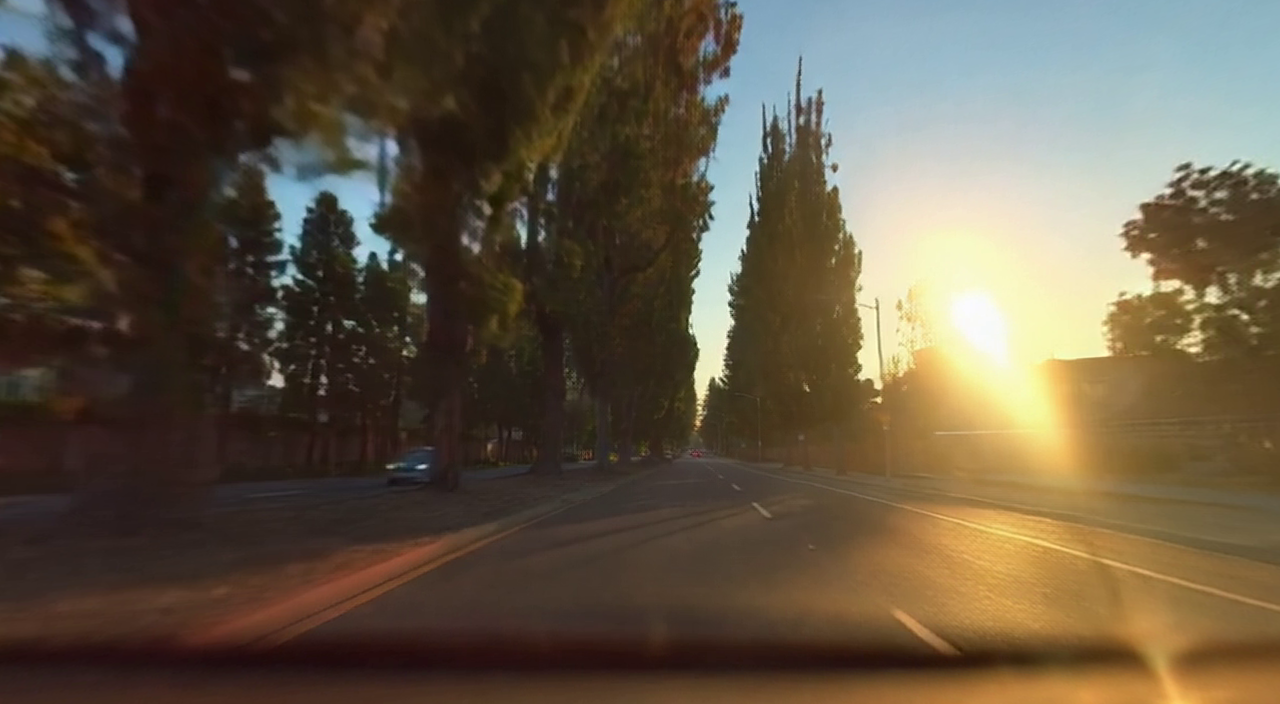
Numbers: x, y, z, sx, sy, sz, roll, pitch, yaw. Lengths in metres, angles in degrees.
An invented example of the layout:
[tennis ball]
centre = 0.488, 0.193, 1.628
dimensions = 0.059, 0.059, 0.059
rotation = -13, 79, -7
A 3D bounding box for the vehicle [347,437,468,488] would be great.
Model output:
[vehicle]
centre = -8.204, 3.937, 22.839
dimensions = 2.261, 1.655, 4.613
rotation = -1, -8, 6
